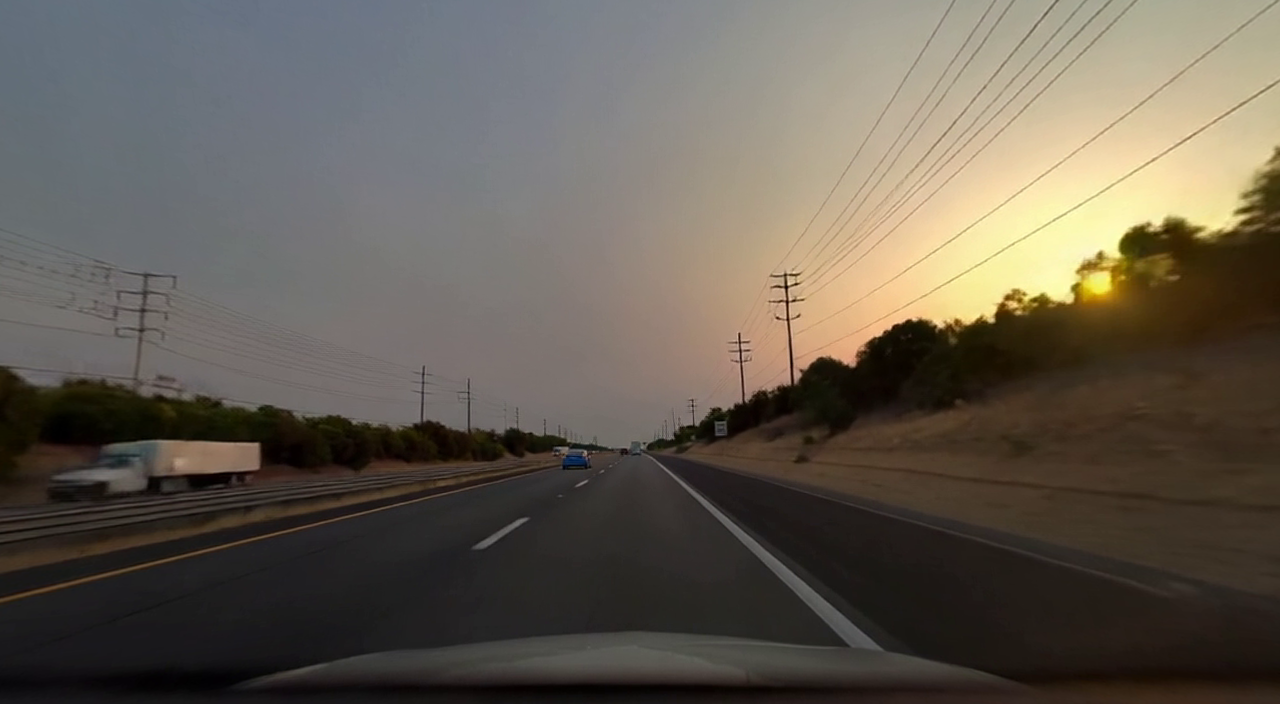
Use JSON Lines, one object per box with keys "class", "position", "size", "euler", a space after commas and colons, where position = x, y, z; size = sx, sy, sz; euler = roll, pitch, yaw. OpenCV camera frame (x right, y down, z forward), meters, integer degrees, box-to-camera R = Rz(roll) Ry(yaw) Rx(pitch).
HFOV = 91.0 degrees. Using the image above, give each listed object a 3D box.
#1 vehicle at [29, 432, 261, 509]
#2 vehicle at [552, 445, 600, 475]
{"class": "vehicle", "position": [-25.127, 6.070, 33.267], "size": [3.258, 3.325, 10.964], "euler": [0, -9, 1]}
{"class": "vehicle", "position": [-3.451, 5.956, 34.905], "size": [2.106, 1.543, 4.465], "euler": [0, -9, 1]}
